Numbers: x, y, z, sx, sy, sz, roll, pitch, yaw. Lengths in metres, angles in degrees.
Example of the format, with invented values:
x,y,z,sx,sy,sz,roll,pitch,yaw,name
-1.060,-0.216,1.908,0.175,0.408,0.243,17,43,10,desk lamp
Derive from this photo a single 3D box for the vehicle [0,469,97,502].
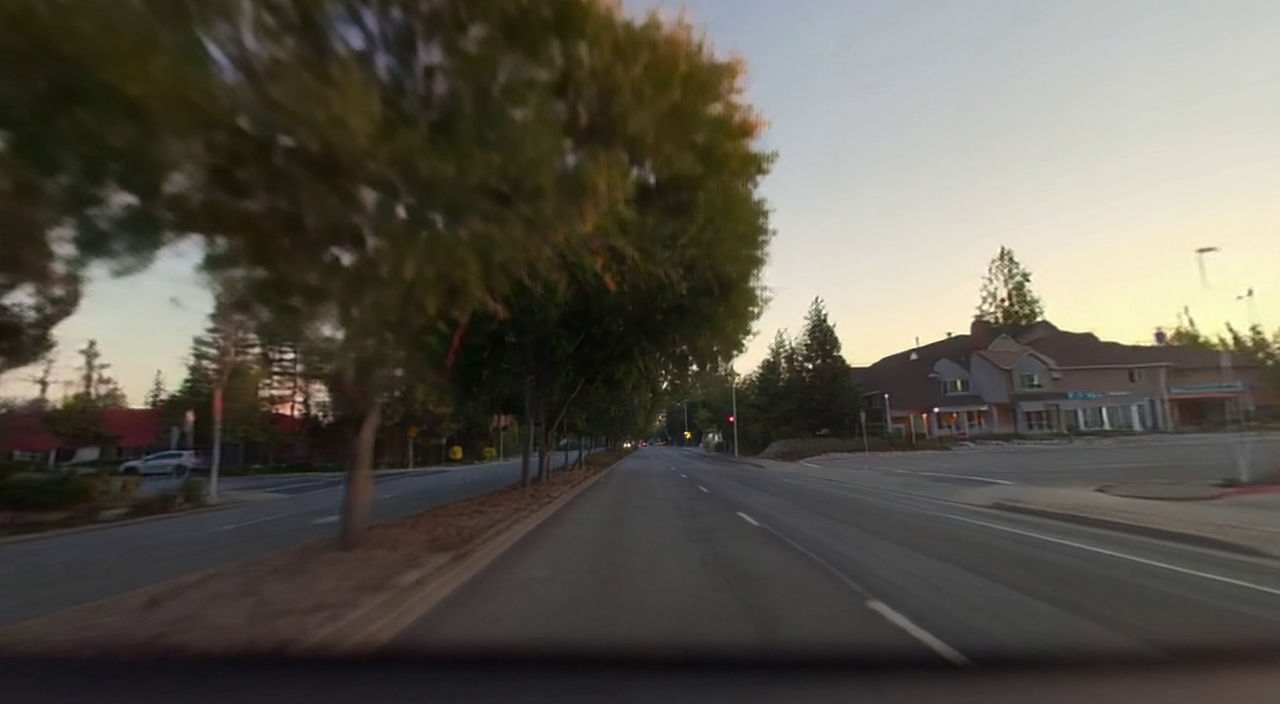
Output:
x,y,z,sx,sy,sz,roll,pitch,yaw,name
-29.003,6.374,30.273,4.279,1.437,1.872,-1,-8,2,vehicle

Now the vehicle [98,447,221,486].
x,y,z,sx,sy,sz,roll,pitch,yaw,name
-30.613,7.281,40.417,5.937,2.345,2.252,0,-8,-1,vehicle
